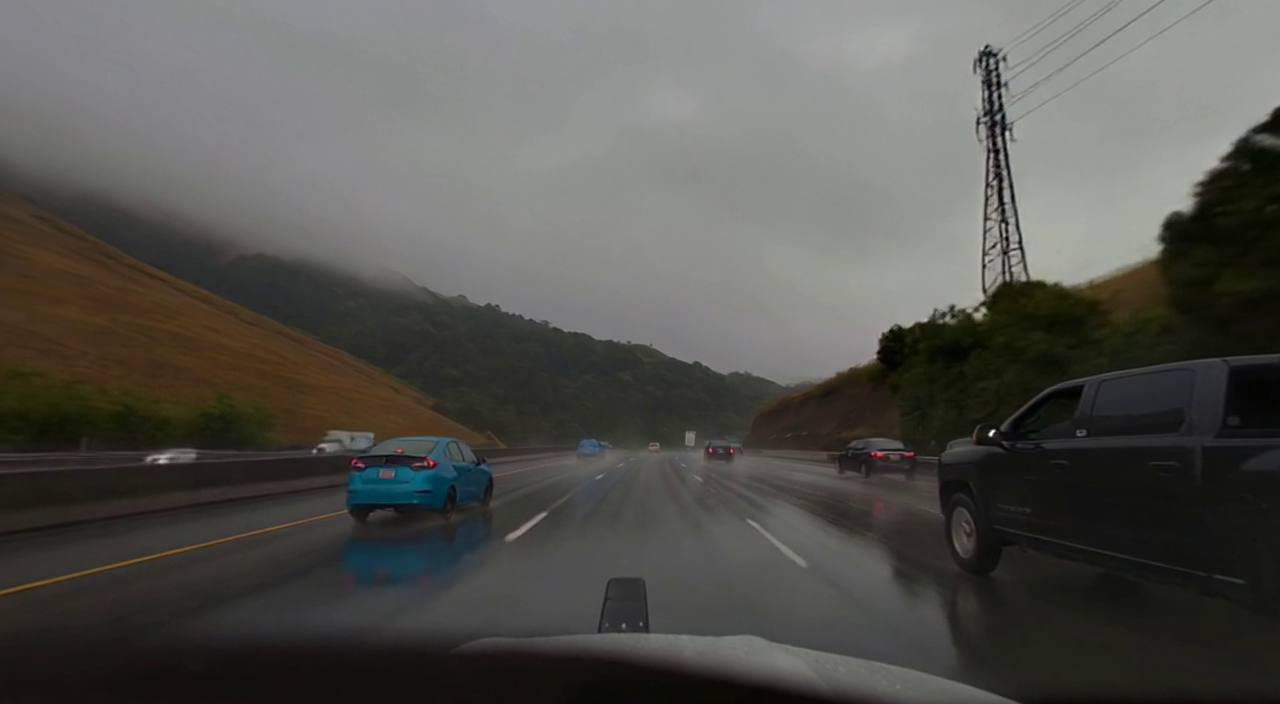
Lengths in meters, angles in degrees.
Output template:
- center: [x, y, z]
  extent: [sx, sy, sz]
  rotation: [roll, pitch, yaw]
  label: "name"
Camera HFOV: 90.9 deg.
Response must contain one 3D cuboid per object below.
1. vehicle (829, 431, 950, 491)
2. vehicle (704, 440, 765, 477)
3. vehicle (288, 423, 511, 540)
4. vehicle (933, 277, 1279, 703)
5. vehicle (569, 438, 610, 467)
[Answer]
- center: [7.635, 3.377, 19.871]
  extent: [1.986, 1.633, 4.430]
  rotation: [0, -8, 0]
  label: "vehicle"
- center: [4.098, 4.700, 28.143]
  extent: [2.046, 1.471, 4.333]
  rotation: [0, -8, 0]
  label: "vehicle"
- center: [-3.873, 2.173, 11.233]
  extent: [2.113, 1.636, 4.494]
  rotation: [0, -8, 1]
  label: "vehicle"
- center: [3.439, 0.707, 2.482]
  extent: [2.098, 1.925, 5.171]
  rotation: [0, -8, 1]
  label: "vehicle"
- center: [-3.066, 6.186, 38.851]
  extent: [2.021, 1.679, 4.310]
  rotation: [-1, -8, 2]
  label: "vehicle"
